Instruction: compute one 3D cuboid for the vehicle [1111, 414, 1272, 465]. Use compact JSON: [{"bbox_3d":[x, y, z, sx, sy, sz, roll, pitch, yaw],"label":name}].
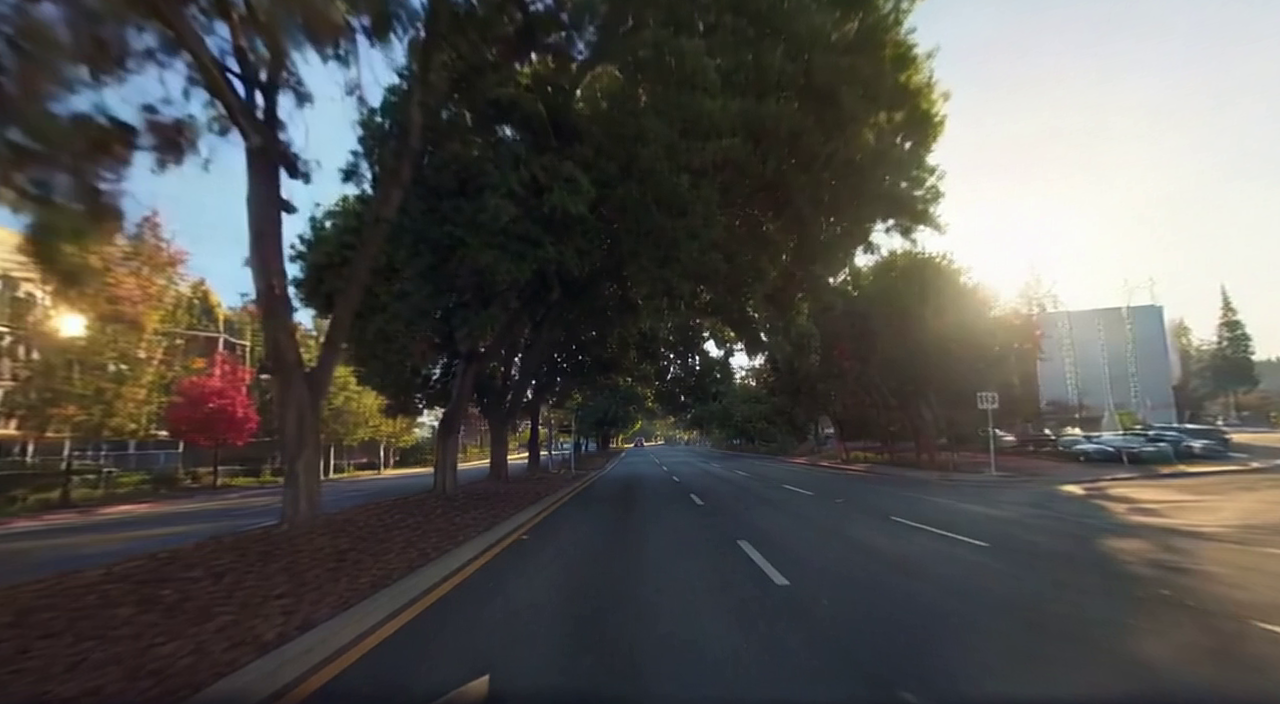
[{"bbox_3d":[27.394,4.431,31.741,2.186,2.298,5.989,1,-8,-7],"label":"vehicle"}]
